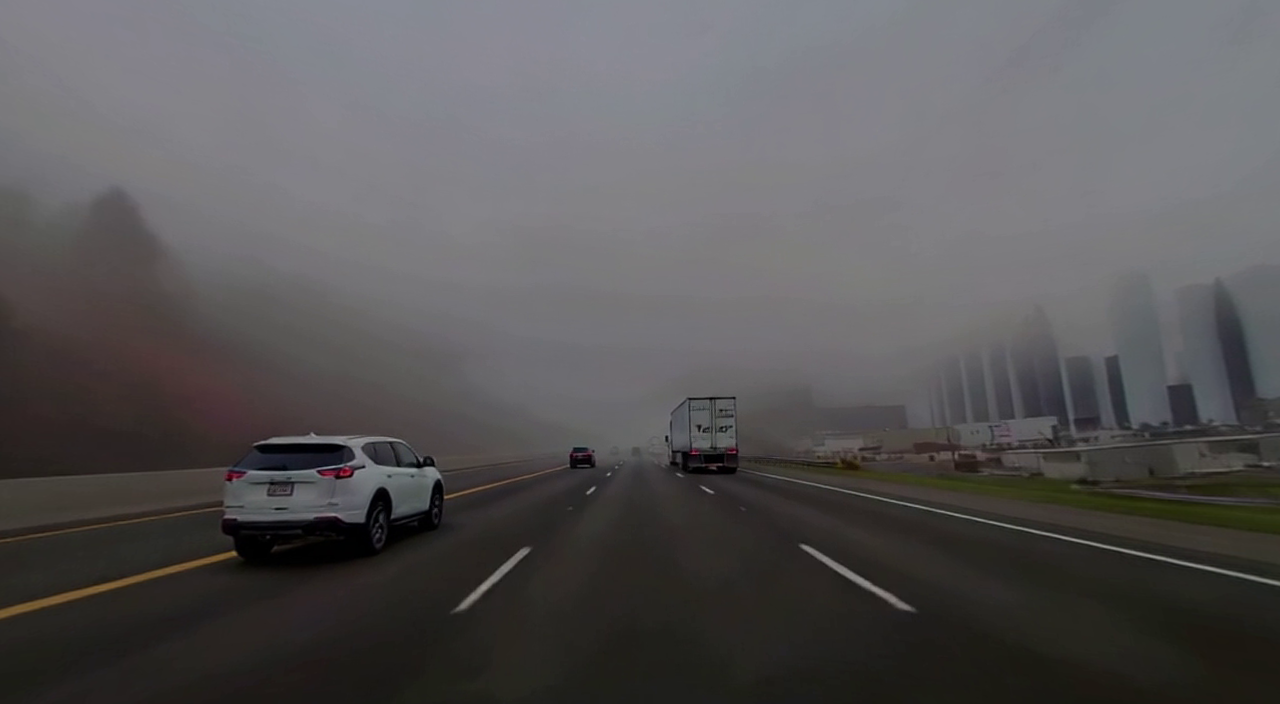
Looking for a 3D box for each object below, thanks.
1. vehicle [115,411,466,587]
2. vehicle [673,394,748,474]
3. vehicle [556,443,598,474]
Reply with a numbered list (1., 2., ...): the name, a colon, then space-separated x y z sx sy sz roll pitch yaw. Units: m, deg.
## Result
1. vehicle: -4.194 1.845 8.747 2.202 1.760 4.617 0 -9 0
2. vehicle: 4.124 5.460 40.622 2.998 4.236 13.886 0 -9 -1
3. vehicle: -3.736 6.434 38.160 2.139 1.716 4.530 0 -9 0
